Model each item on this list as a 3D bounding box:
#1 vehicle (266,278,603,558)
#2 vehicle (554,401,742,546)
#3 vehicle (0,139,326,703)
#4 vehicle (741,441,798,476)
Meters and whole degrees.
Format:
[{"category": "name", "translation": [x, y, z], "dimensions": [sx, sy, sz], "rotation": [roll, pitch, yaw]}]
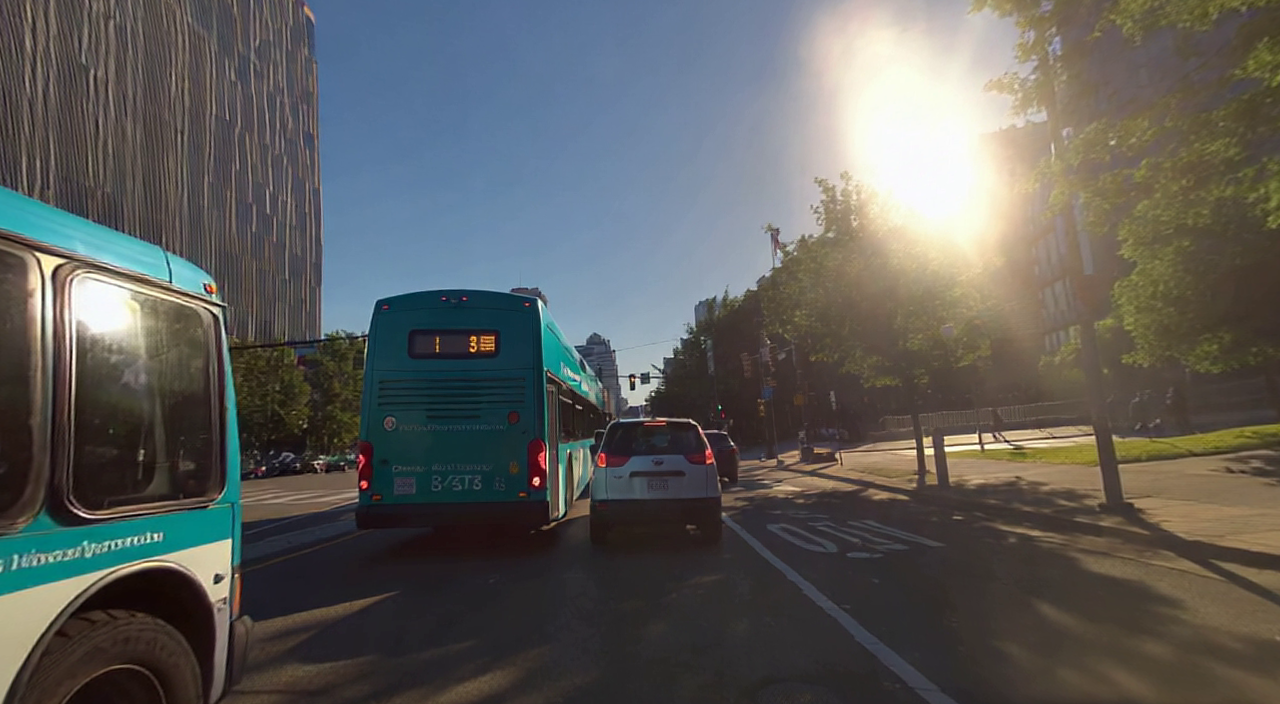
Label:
[{"category": "vehicle", "translation": [-2.881, 1.780, 14.554], "dimensions": [3.042, 3.445, 13.615], "rotation": [0, -9, 1]}, {"category": "vehicle", "translation": [0.128, 1.946, 10.638], "dimensions": [2.500, 1.912, 4.270], "rotation": [0, -9, 1]}, {"category": "vehicle", "translation": [-2.754, 0.331, 0.231], "dimensions": [2.329, 2.089, 5.659], "rotation": [0, -9, 0]}, {"category": "vehicle", "translation": [6.163, 5.103, 30.468], "dimensions": [1.919, 1.529, 4.059], "rotation": [0, -9, 1]}]
